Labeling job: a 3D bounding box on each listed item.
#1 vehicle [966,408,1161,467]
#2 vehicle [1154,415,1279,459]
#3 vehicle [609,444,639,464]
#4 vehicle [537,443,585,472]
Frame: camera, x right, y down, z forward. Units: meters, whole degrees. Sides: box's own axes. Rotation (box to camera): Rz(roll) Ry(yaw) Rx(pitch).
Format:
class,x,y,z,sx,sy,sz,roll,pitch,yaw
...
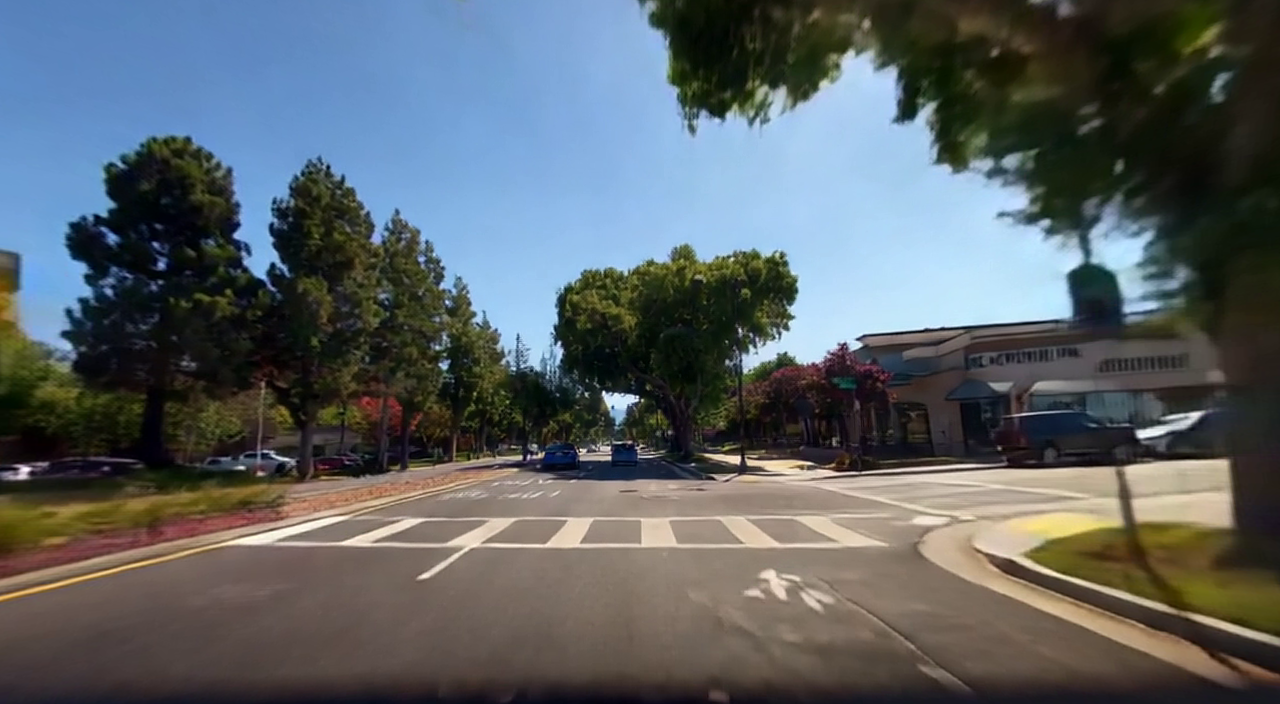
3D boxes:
class,x,y,z,sx,sy,sz,roll,pitch,yaw
vehicle,15.074,3.090,22.700,5.230,2.007,2.410,0,-8,1
vehicle,22.175,3.111,22.988,5.025,1.532,1.958,0,-8,0
vehicle,-1.182,7.727,47.793,2.187,1.478,4.138,0,-8,-1
vehicle,-4.177,5.639,33.946,2.083,1.460,4.527,0,-8,-1
